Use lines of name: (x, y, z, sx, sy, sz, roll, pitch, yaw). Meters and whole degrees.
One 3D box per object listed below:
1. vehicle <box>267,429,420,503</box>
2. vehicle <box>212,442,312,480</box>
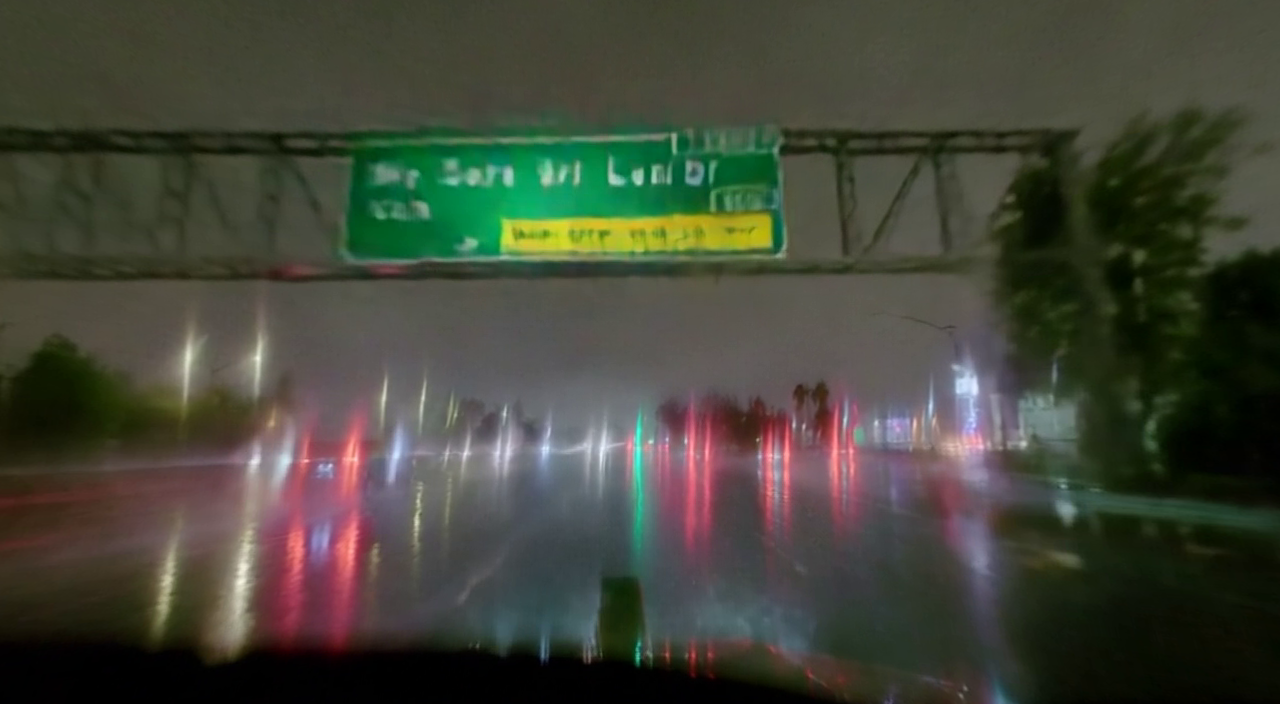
vehicle: (-7.796, 3.019, 17.184, 2.089, 1.724, 4.327, 0, -8, -1)
vehicle: (-17.295, 4.956, 29.193, 1.824, 1.580, 4.407, 0, -8, 0)
